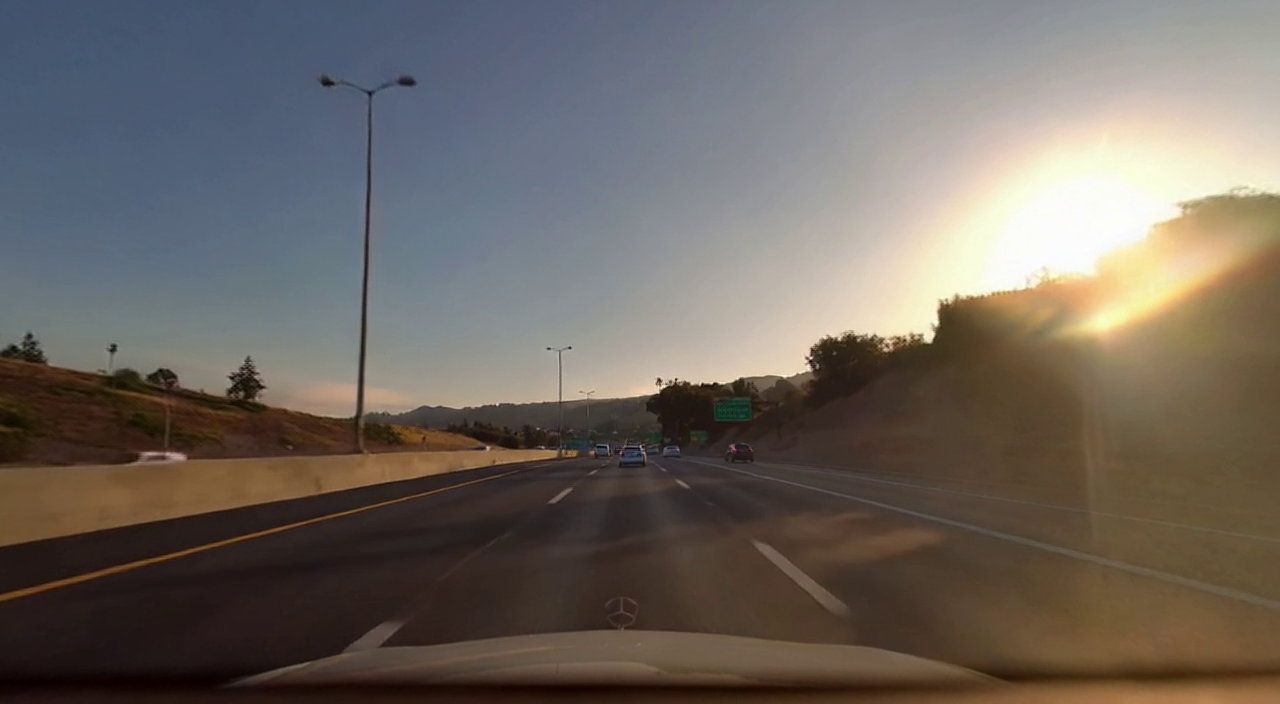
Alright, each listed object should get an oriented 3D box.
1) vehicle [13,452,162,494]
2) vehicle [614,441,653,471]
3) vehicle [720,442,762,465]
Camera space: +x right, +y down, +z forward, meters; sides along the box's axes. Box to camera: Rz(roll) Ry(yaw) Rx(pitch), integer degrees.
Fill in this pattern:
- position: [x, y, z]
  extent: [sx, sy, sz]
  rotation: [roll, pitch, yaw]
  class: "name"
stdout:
- position: [-22.014, 4.799, 25.503]
  extent: [1.939, 1.456, 4.659]
  rotation: [0, -9, -3]
  class: "vehicle"
- position: [-0.382, 5.582, 34.087]
  extent: [1.985, 1.457, 4.227]
  rotation: [0, -9, -1]
  class: "vehicle"
- position: [6.752, 6.828, 42.580]
  extent: [1.935, 1.478, 4.433]
  rotation: [0, -9, -2]
  class: "vehicle"
